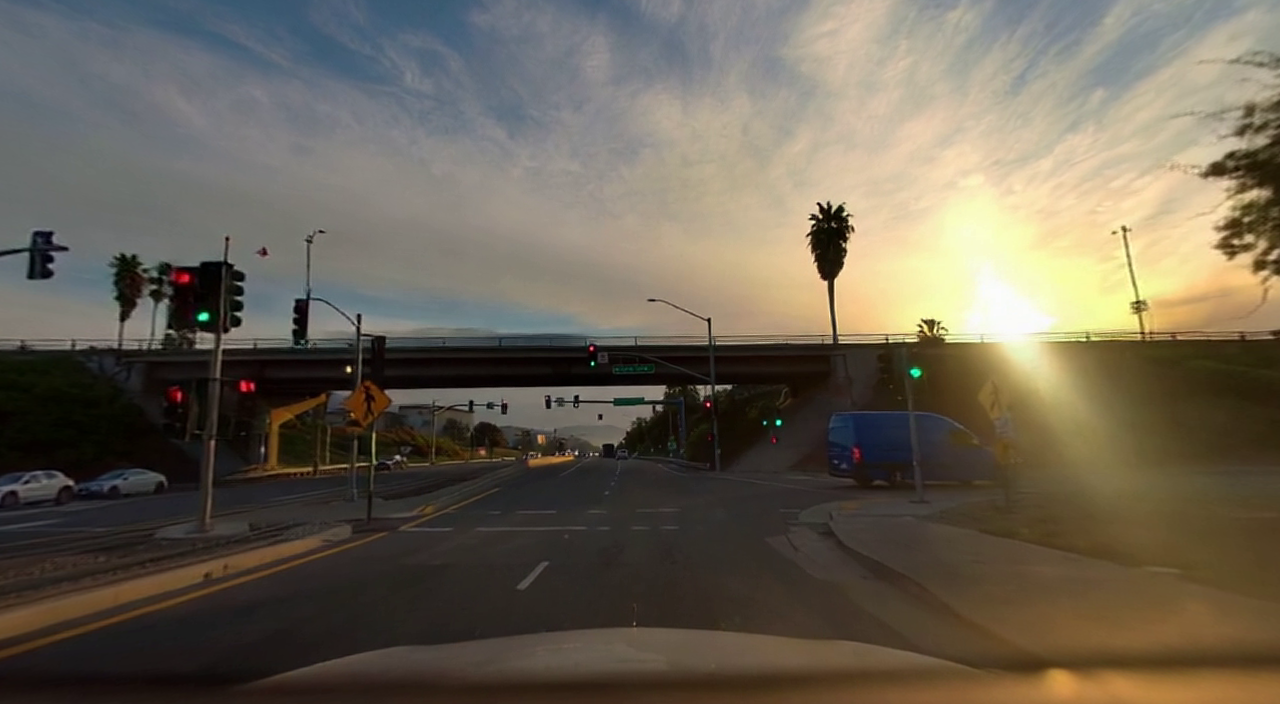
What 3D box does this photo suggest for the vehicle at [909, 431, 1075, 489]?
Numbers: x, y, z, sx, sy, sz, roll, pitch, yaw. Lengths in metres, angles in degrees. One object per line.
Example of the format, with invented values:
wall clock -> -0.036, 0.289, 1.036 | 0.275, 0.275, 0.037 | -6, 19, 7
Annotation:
vehicle -> 14.273, 4.340, 25.639 | 6.055, 2.140, 2.266 | 3, -10, -19

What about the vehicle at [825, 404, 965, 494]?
vehicle -> 9.436, 3.589, 23.429 | 4.180, 3.020, 2.606 | 5, -11, -30

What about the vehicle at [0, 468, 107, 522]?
vehicle -> -19.668, 4.558, 20.606 | 4.881, 1.477, 2.204 | -7, -11, 35
